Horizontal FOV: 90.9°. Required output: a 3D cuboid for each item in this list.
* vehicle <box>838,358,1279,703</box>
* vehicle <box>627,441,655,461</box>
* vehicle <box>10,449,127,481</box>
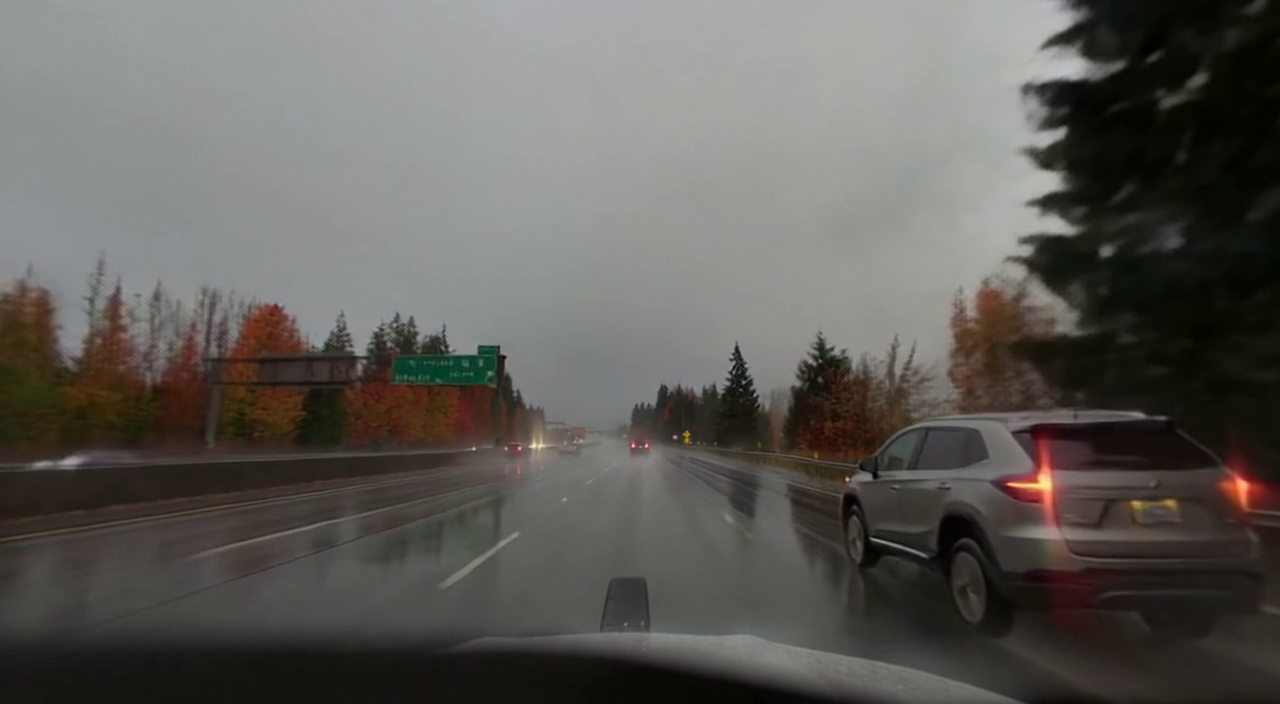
[{"bbox_3d":[3.293,1.176,4.919,2.120,1.706,4.226,0,-8,0],"label":"vehicle"},{"bbox_3d":[0.073,7.376,47.097,1.985,1.450,4.266,0,-8,0],"label":"vehicle"},{"bbox_3d":[-28.801,5.665,31.973,1.839,1.450,4.394,0,-8,0],"label":"vehicle"}]
